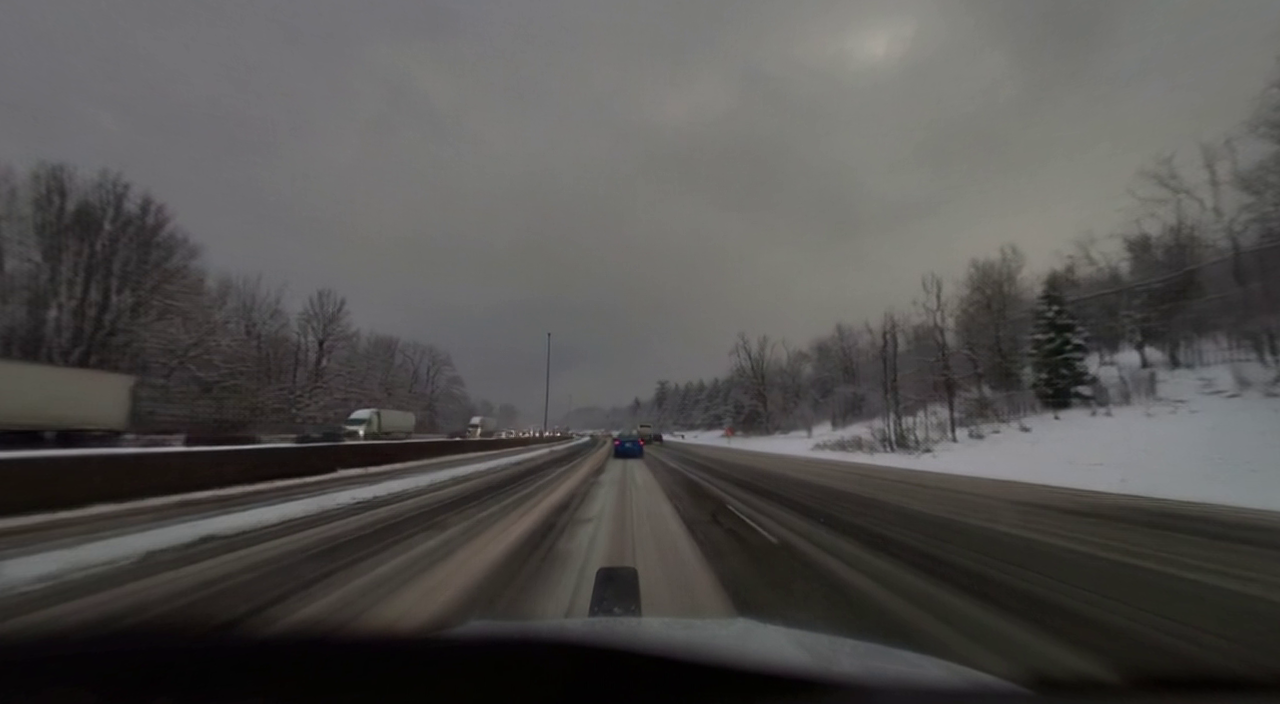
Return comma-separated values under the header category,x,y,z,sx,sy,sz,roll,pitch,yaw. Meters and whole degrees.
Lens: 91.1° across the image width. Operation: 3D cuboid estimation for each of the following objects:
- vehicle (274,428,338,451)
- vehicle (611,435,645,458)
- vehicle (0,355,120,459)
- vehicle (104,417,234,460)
category,x,y,z,sx,sy,sz,roll,pitch,yaw
vehicle,-22.479,5.912,42.507,1.905,1.510,4.507,0,-8,-1
vehicle,-0.804,6.221,41.653,2.121,1.445,4.187,0,-8,-2
vehicle,-25.887,1.924,22.652,2.867,3.948,13.749,0,-8,-1
vehicle,-18.492,3.427,24.976,1.980,1.549,4.156,0,-8,-1
